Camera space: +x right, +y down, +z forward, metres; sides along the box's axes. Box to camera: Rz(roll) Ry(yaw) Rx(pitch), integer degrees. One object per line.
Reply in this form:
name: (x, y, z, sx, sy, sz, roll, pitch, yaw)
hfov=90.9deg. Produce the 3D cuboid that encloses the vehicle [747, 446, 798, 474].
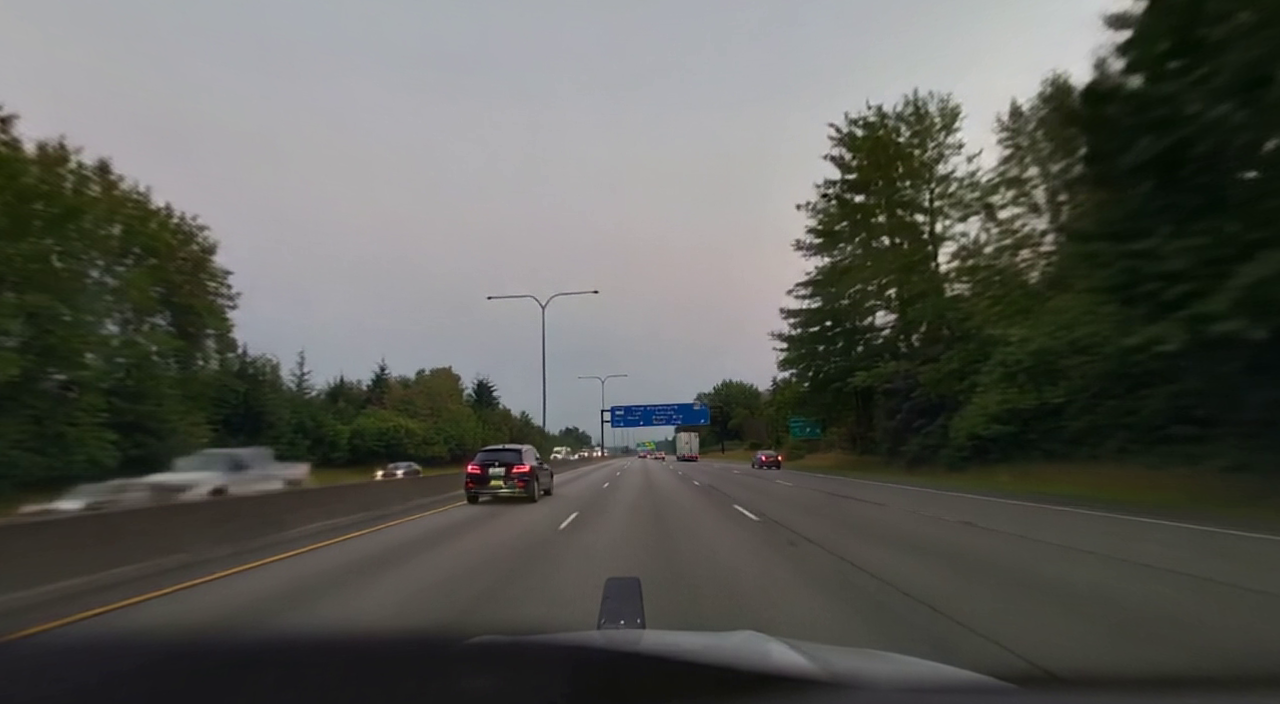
vehicle: (7.647, 6.280, 36.866, 1.943, 1.493, 4.507, 0, -9, -1)

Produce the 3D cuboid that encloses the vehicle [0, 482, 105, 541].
vehicle: (-19.543, 4.973, 19.947, 1.982, 1.508, 3.669, 0, -9, -1)

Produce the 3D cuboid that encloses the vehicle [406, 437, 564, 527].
vehicle: (-3.004, 2.642, 13.352, 2.191, 1.563, 4.318, 0, -9, 1)

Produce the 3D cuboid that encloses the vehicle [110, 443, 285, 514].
vehicle: (-15.038, 4.272, 21.926, 2.276, 2.132, 5.070, 0, -9, 1)
